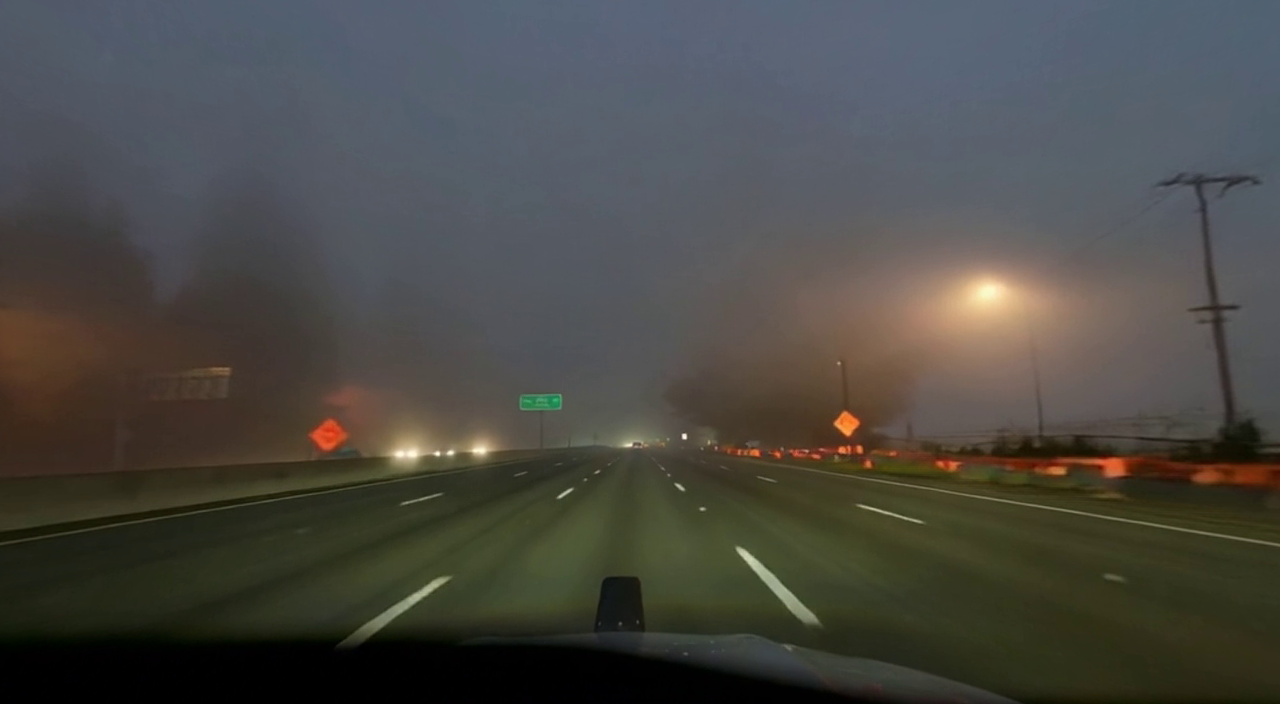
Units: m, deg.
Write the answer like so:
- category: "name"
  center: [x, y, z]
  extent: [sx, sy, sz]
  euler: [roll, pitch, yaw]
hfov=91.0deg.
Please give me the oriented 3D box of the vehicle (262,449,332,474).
- category: "vehicle"
  center: [-22.237, 7.115, 41.024]
  extent: [1.924, 1.477, 4.785]
  euler: [0, -9, -1]
